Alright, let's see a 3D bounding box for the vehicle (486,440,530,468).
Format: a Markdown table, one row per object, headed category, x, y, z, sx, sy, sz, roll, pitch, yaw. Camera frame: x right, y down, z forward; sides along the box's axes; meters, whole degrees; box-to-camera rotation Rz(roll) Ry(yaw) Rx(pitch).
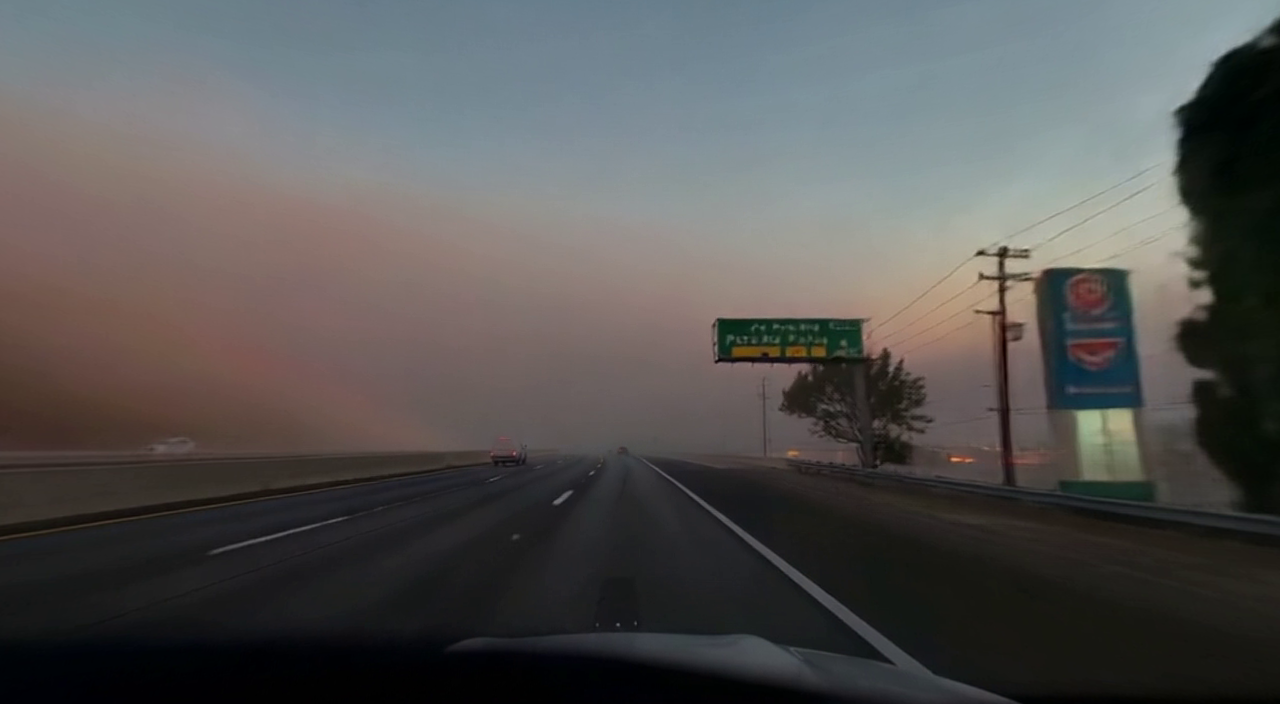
| category | x | y | z | sx | sy | sz | roll | pitch | yaw |
| --- | --- | --- | --- | --- | --- | --- | --- | --- | --- |
| vehicle | -8.599 | 6.683 | 41.572 | 2.053 | 1.682 | 4.423 | 0 | -8 | -1 |
